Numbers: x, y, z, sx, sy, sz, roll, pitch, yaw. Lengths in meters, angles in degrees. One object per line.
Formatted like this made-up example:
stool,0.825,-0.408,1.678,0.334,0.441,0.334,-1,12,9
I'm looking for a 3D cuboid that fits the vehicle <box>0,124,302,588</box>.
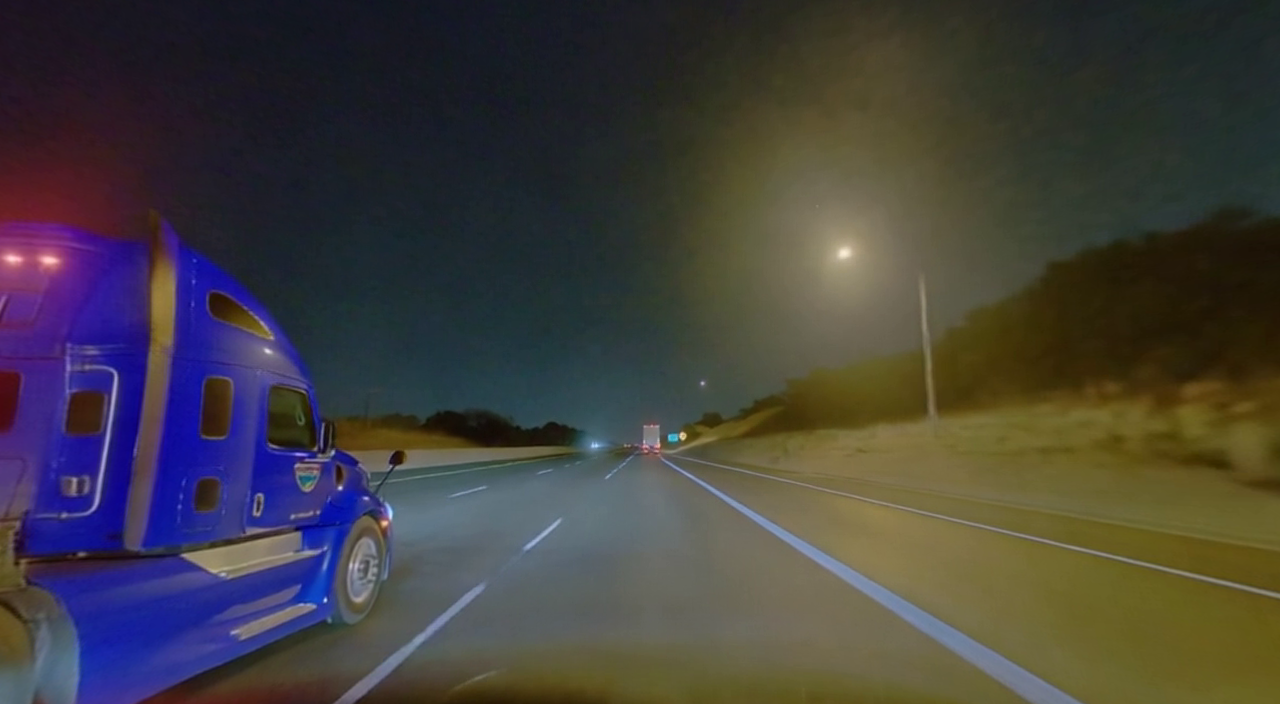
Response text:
vehicle,-7.007,0.032,5.460,2.996,3.947,8.600,0,-9,2
